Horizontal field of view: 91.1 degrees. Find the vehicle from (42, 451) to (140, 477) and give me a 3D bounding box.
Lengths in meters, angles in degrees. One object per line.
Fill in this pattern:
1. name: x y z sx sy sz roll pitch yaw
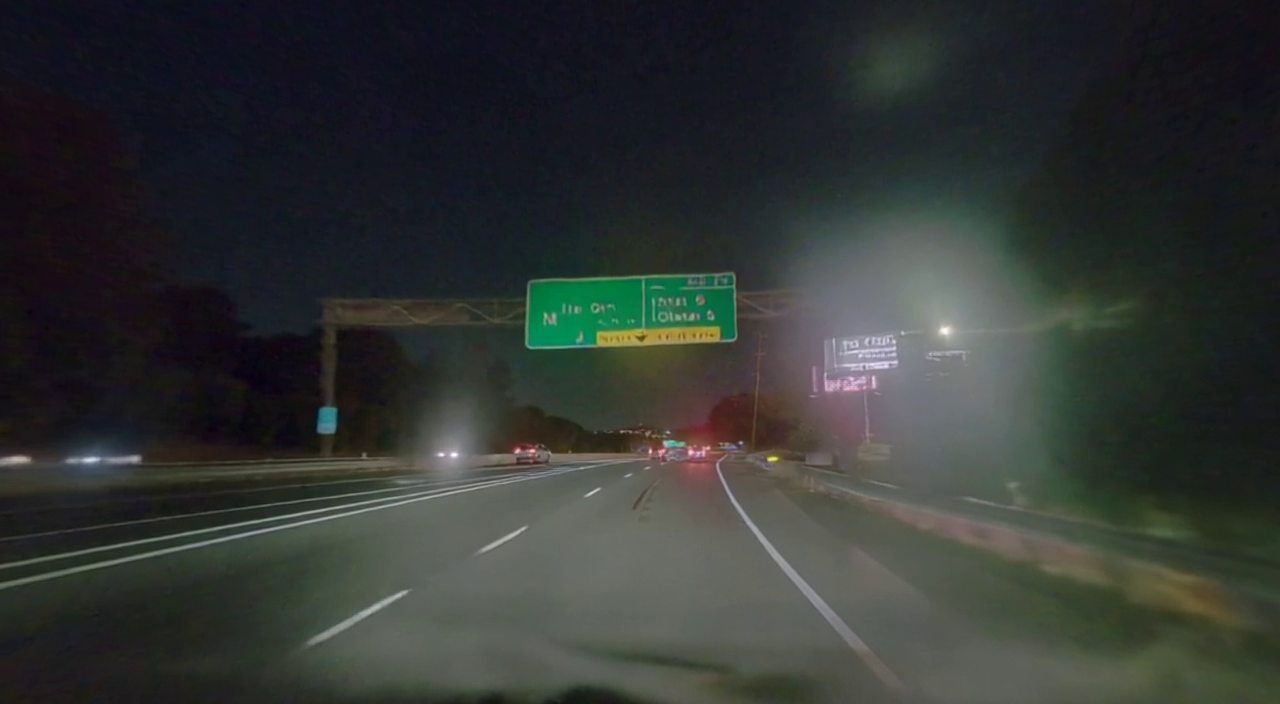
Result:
1. vehicle: -34.560 7.032 39.708 1.876 1.480 4.408 -2 -8 9
